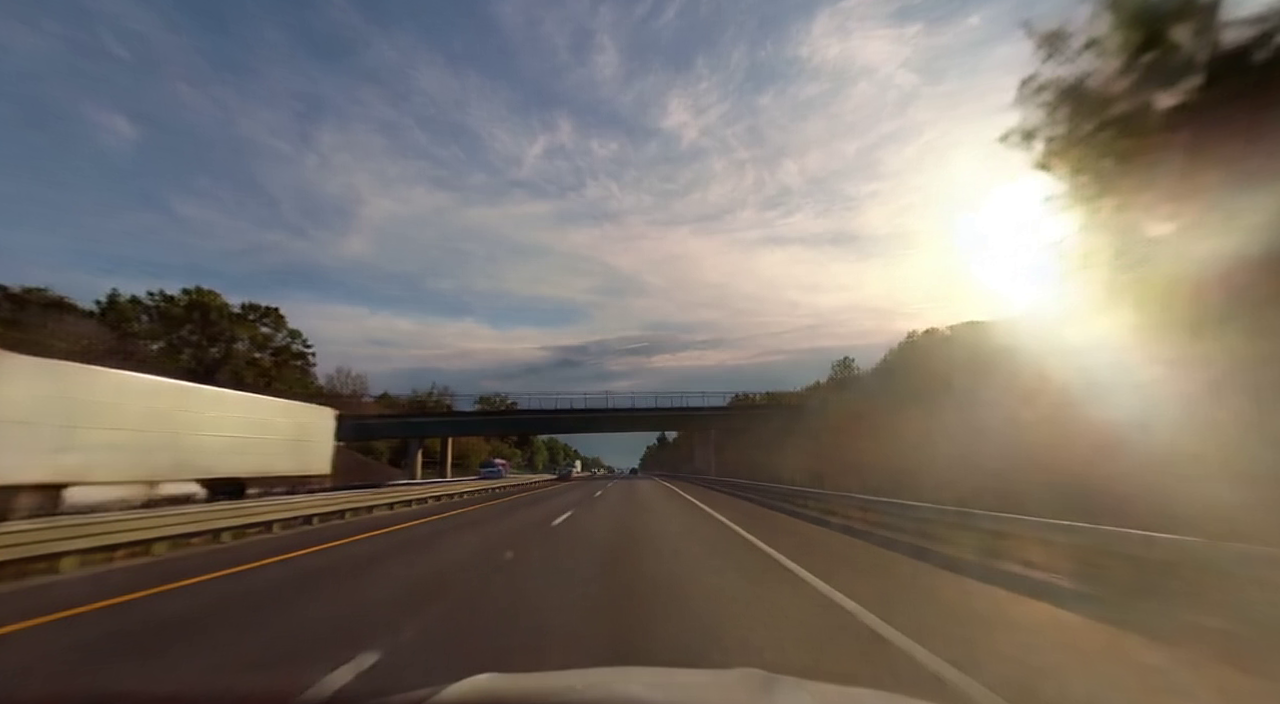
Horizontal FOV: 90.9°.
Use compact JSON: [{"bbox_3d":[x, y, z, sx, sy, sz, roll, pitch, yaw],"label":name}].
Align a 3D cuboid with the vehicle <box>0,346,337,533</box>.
[{"bbox_3d":[-16.007,3.281,21.364,3.208,4.122,16.588,1,-10,0],"label":"vehicle"}]
